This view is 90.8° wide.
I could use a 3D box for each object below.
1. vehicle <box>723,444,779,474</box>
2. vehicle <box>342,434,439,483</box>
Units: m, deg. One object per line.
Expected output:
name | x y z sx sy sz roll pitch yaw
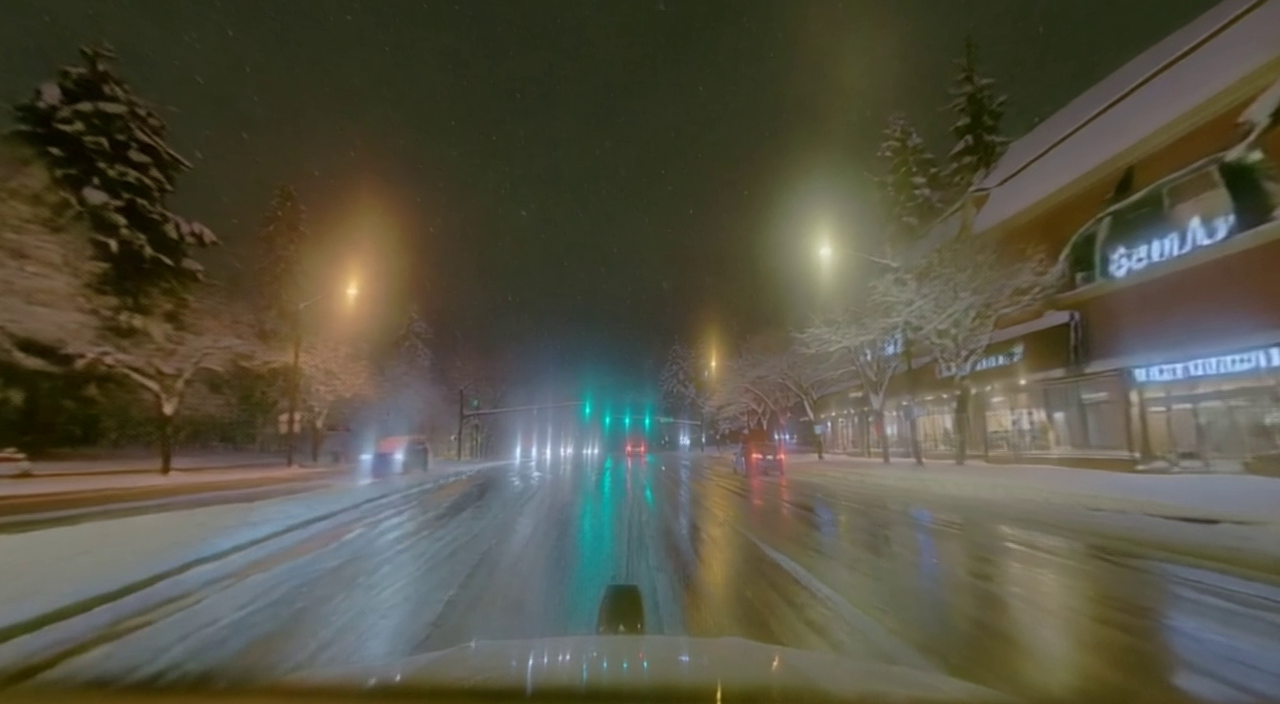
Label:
vehicle | 5.871 5.684 33.865 2.024 1.475 4.600 0 -9 -2
vehicle | -9.566 4.107 24.649 2.067 1.712 4.489 0 -9 -2
